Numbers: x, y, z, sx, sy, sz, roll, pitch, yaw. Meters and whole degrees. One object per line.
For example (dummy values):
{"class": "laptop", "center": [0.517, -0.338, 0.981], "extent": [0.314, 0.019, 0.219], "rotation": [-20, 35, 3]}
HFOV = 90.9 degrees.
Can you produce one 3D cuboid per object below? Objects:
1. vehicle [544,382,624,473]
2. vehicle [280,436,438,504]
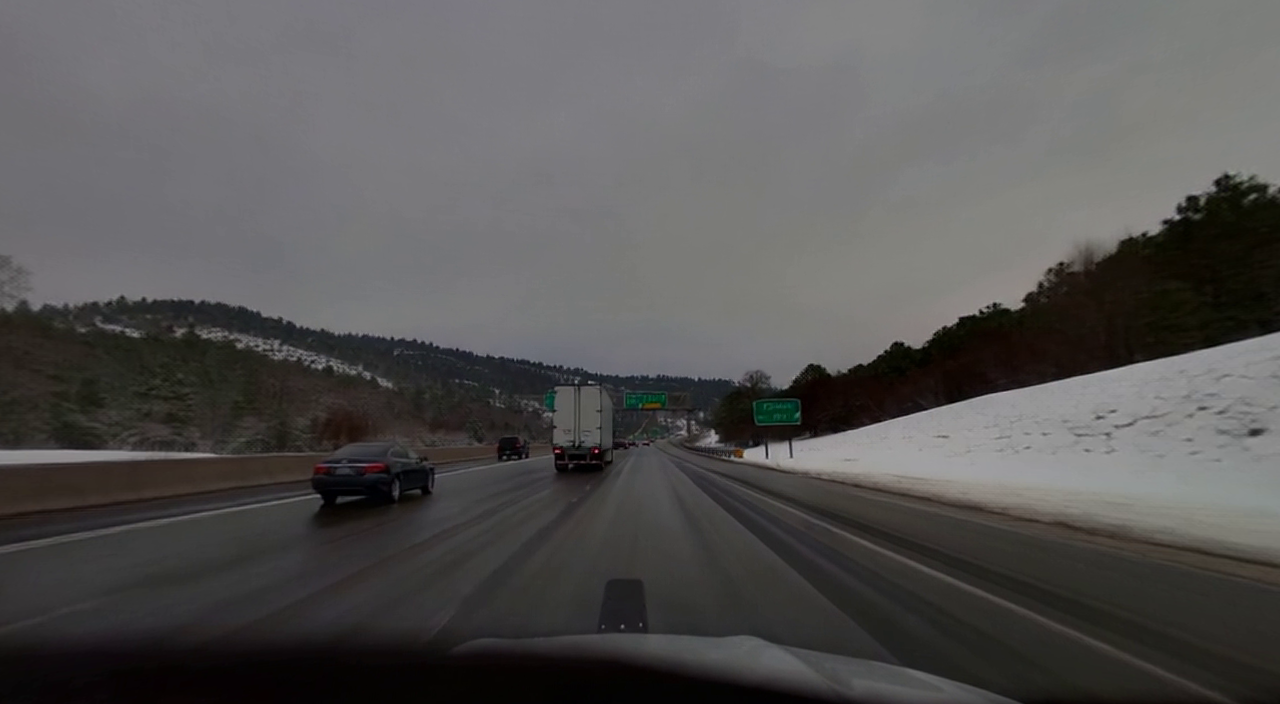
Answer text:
{"class": "vehicle", "center": [-2.896, 4.817, 38.552], "extent": [3.202, 4.352, 16.251], "rotation": [0, -8, 1]}
{"class": "vehicle", "center": [-7.009, 2.971, 16.368], "extent": [1.911, 1.494, 4.555], "rotation": [-1, -8, 1]}
